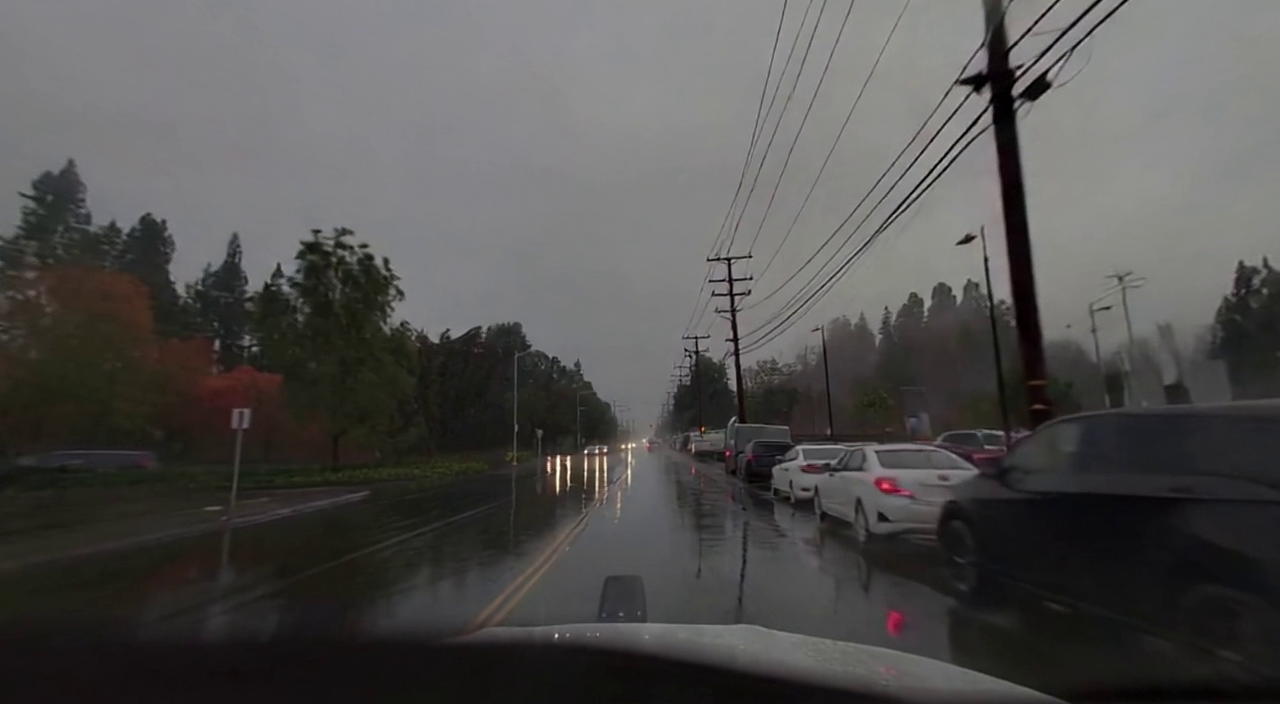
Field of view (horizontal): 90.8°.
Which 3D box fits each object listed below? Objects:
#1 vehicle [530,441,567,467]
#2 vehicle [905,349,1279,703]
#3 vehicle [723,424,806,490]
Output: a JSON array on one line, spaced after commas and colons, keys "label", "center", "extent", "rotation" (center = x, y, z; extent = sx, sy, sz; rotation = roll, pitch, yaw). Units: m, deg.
[{"label": "vehicle", "center": [-6.967, 7.785, 48.387], "extent": [2.131, 1.793, 4.384], "rotation": [-2, -8, 0]}, {"label": "vehicle", "center": [3.917, 1.152, 4.387], "extent": [1.952, 1.849, 4.837], "rotation": [1, -9, -1]}, {"label": "vehicle", "center": [4.358, 3.774, 22.924], "extent": [2.026, 2.106, 4.753], "rotation": [1, -9, 0]}]
